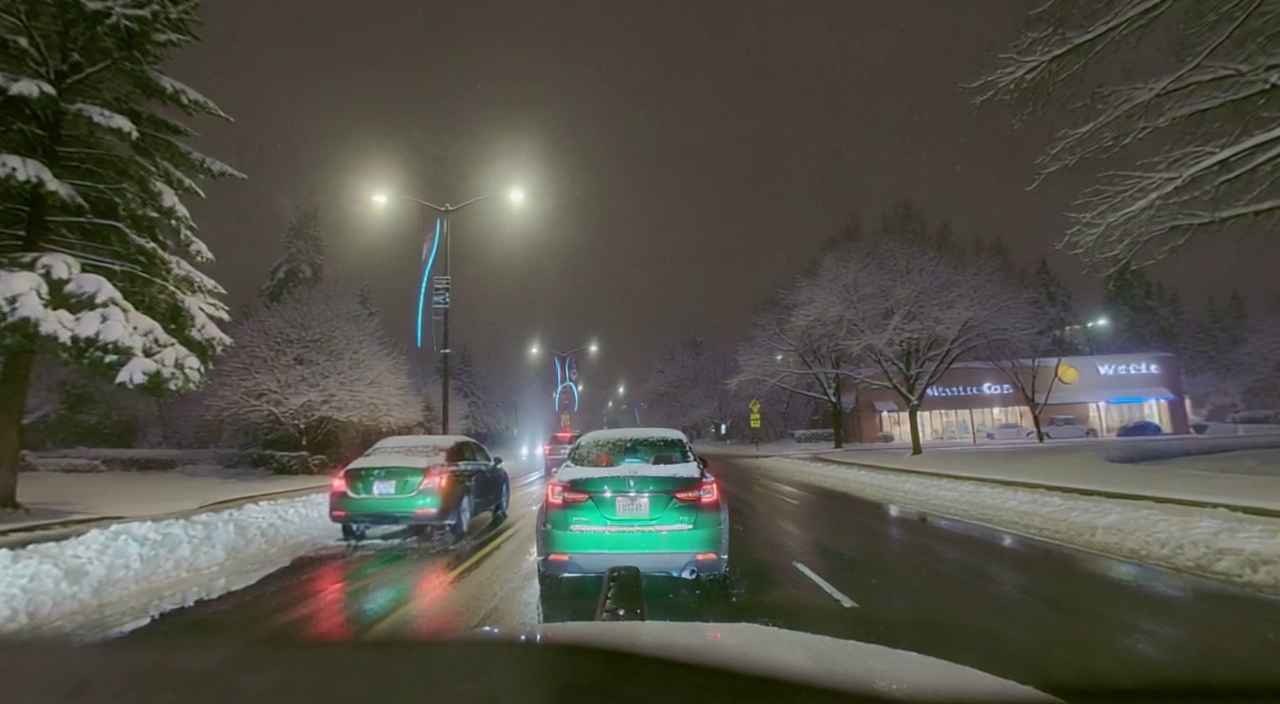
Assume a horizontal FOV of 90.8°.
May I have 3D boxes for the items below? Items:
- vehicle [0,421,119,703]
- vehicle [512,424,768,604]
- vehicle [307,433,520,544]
[{"bbox_3d":[-3.368,0.724,0.605,1.952,1.431,4.383,0,-8,1],"label":"vehicle"},{"bbox_3d":[-0.056,1.640,7.309,2.126,1.475,3.967,0,-8,-2],"label":"vehicle"},{"bbox_3d":[-3.492,2.181,10.826,1.961,1.487,4.453,0,-8,0],"label":"vehicle"}]
